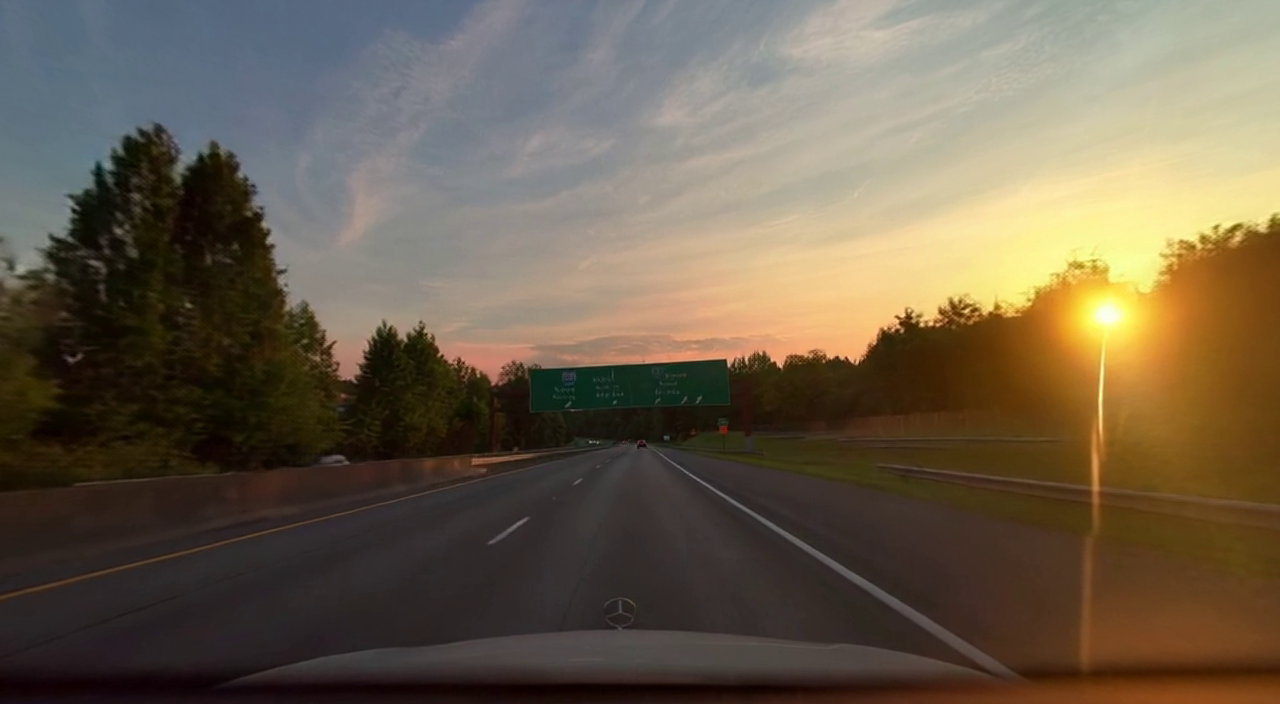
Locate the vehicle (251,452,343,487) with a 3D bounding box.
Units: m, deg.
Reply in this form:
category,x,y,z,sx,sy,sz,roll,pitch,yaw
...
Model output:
category,x,y,z,sx,sy,sz,roll,pitch,yaw
vehicle,-16.686,5.701,30.909,1.982,1.498,4.619,0,-8,-1
